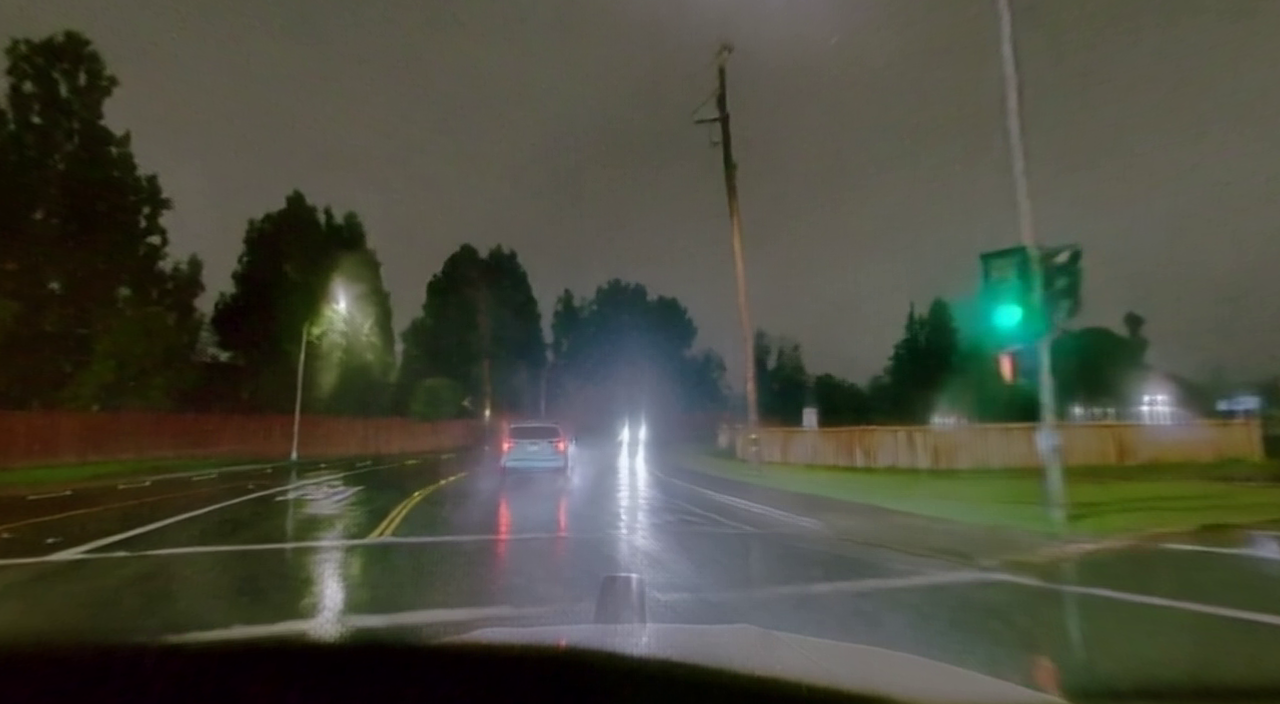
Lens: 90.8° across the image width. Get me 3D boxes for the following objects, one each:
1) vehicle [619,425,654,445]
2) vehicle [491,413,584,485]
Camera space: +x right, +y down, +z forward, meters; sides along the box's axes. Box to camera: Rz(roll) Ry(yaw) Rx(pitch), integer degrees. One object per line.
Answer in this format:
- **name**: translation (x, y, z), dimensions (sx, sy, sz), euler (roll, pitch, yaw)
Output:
- **vehicle**: translation (-0.201, 6.383, 48.332), dimensions (1.929, 1.476, 4.655), euler (-1, -8, 9)
- **vehicle**: translation (-2.824, 2.794, 18.524), dimensions (2.230, 1.827, 4.580), euler (1, -8, -4)
